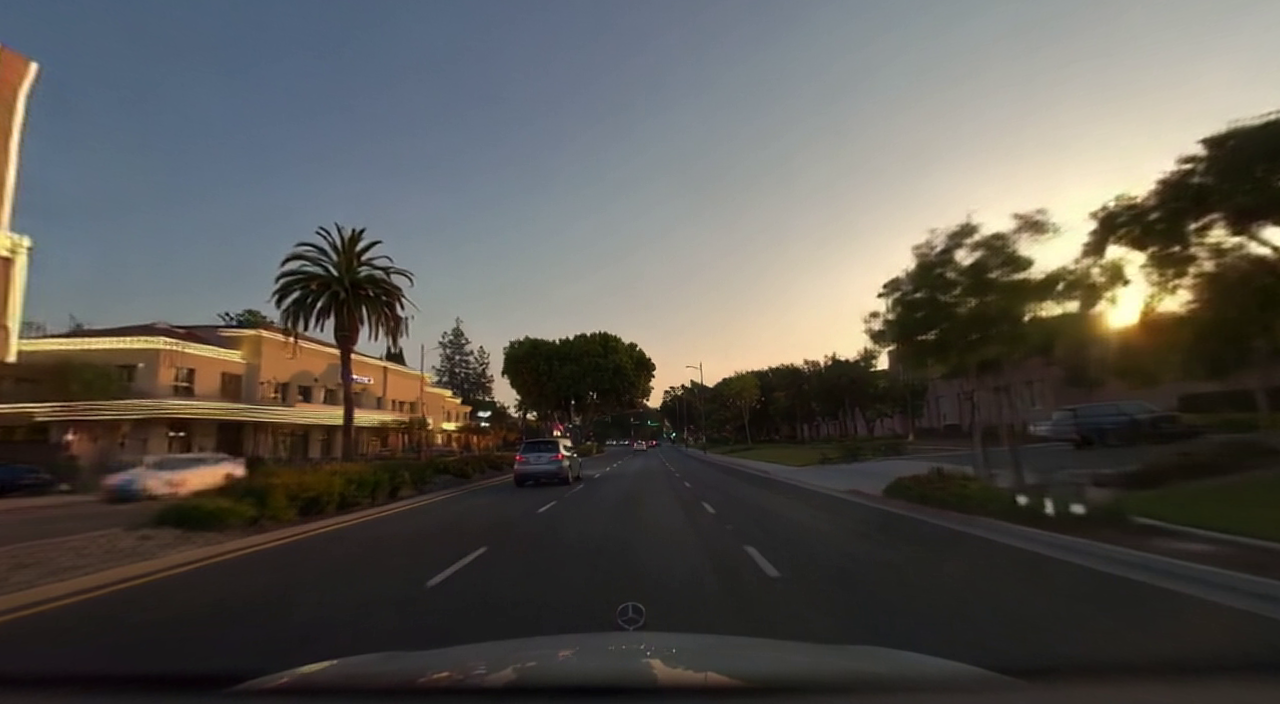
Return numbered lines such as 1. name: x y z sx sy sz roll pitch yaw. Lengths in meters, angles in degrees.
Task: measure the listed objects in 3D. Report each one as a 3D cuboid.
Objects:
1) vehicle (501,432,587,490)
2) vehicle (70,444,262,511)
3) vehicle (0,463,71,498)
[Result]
1. vehicle: -3.050 3.576 21.066 2.062 1.693 4.669 0 -8 1
2. vehicle: -13.804 3.639 18.841 2.034 1.727 4.654 0 -8 1
3. vehicle: -30.589 6.228 30.687 1.839 1.556 4.033 0 -8 2
